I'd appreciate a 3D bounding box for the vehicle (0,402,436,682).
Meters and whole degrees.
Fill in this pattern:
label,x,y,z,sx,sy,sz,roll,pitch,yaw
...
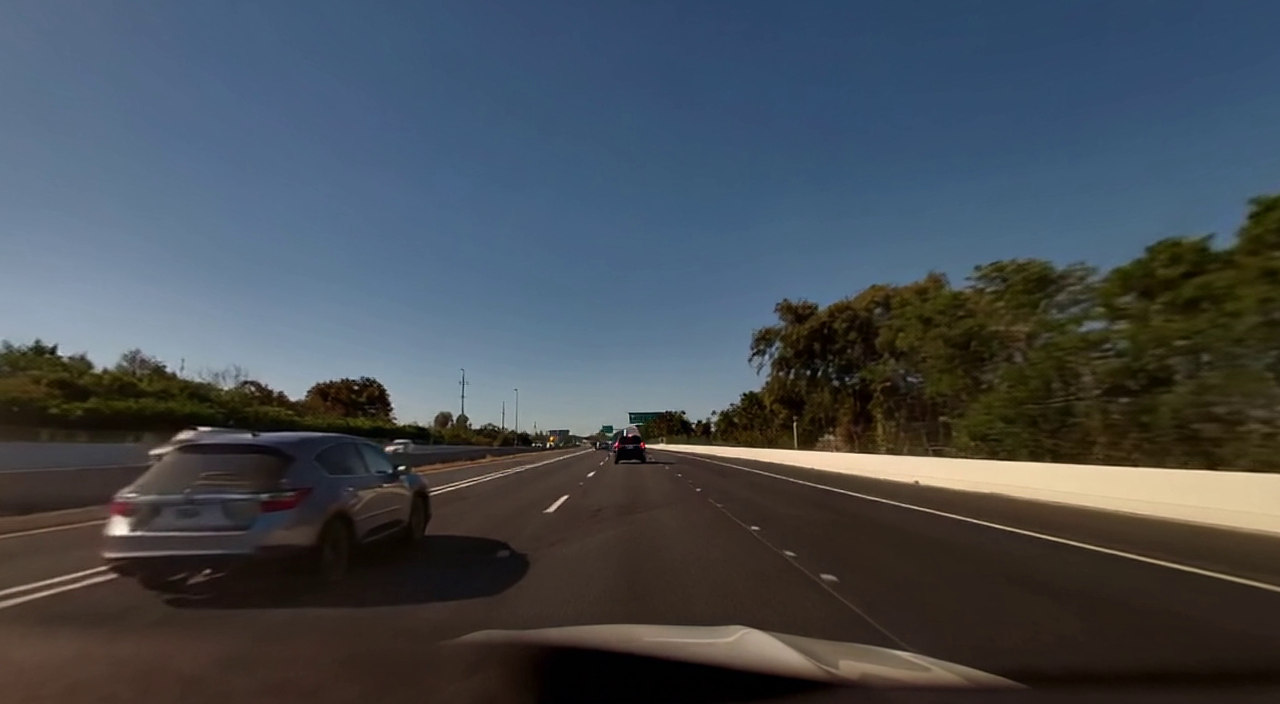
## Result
label,x,y,z,sx,sy,sz,roll,pitch,yaw
vehicle,-3.636,1.415,5.875,2.039,1.602,4.317,0,-8,-1

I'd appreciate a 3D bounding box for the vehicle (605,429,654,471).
label,x,y,z,sx,sy,sz,roll,pitch,yaw
vehicle,-0.593,5.016,32.467,2.382,1.973,4.439,0,-8,-2
